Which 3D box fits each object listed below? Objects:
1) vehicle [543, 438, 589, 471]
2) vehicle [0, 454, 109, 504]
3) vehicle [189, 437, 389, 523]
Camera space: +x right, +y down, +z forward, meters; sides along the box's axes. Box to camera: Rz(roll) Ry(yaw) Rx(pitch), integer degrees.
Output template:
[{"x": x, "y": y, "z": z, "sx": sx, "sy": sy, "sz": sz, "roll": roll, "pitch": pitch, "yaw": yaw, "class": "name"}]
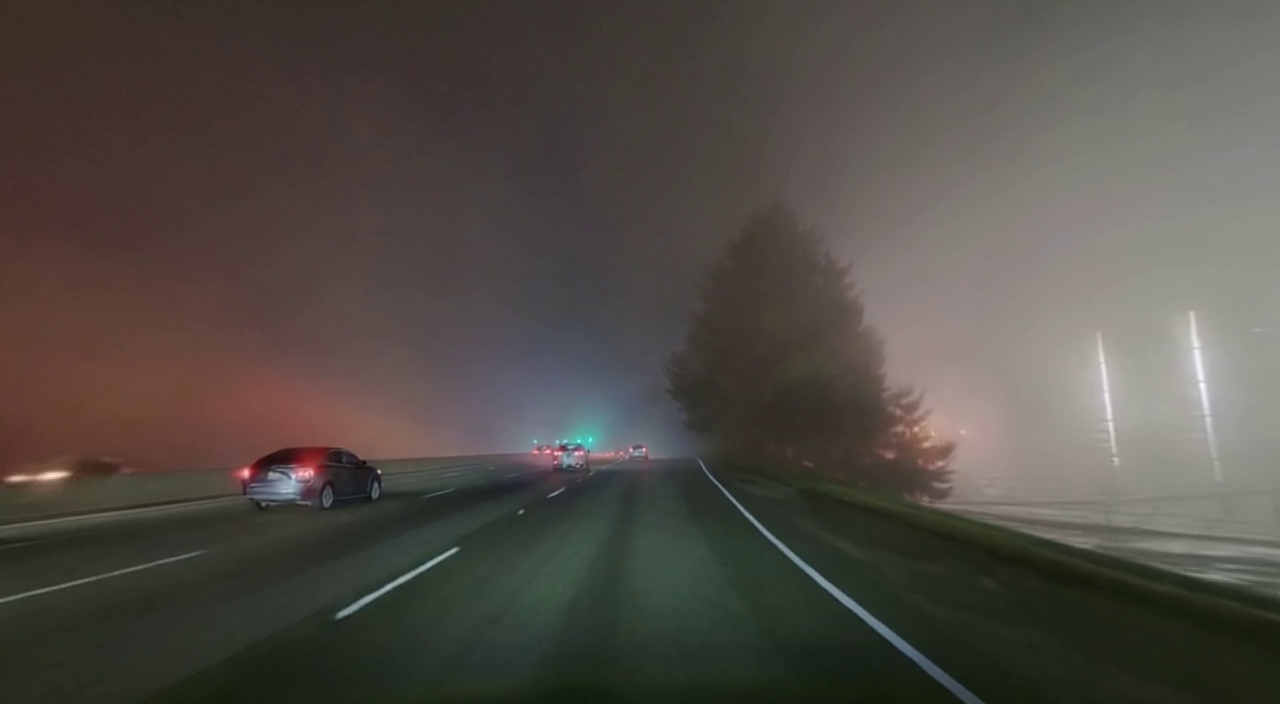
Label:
[{"x": -4.220, "y": 5.925, "z": 36.549, "sx": 2.158, "sy": 1.717, "sz": 4.375, "roll": -1, "pitch": -8, "yaw": 0, "class": "vehicle"}, {"x": -24.193, "y": 4.967, "z": 25.030, "sx": 1.971, "sy": 1.724, "sz": 4.694, "roll": -1, "pitch": -8, "yaw": 1, "class": "vehicle"}, {"x": -7.911, "y": 2.887, "z": 14.864, "sx": 2.071, "sy": 1.661, "sz": 4.540, "roll": -1, "pitch": -8, "yaw": 0, "class": "vehicle"}]
